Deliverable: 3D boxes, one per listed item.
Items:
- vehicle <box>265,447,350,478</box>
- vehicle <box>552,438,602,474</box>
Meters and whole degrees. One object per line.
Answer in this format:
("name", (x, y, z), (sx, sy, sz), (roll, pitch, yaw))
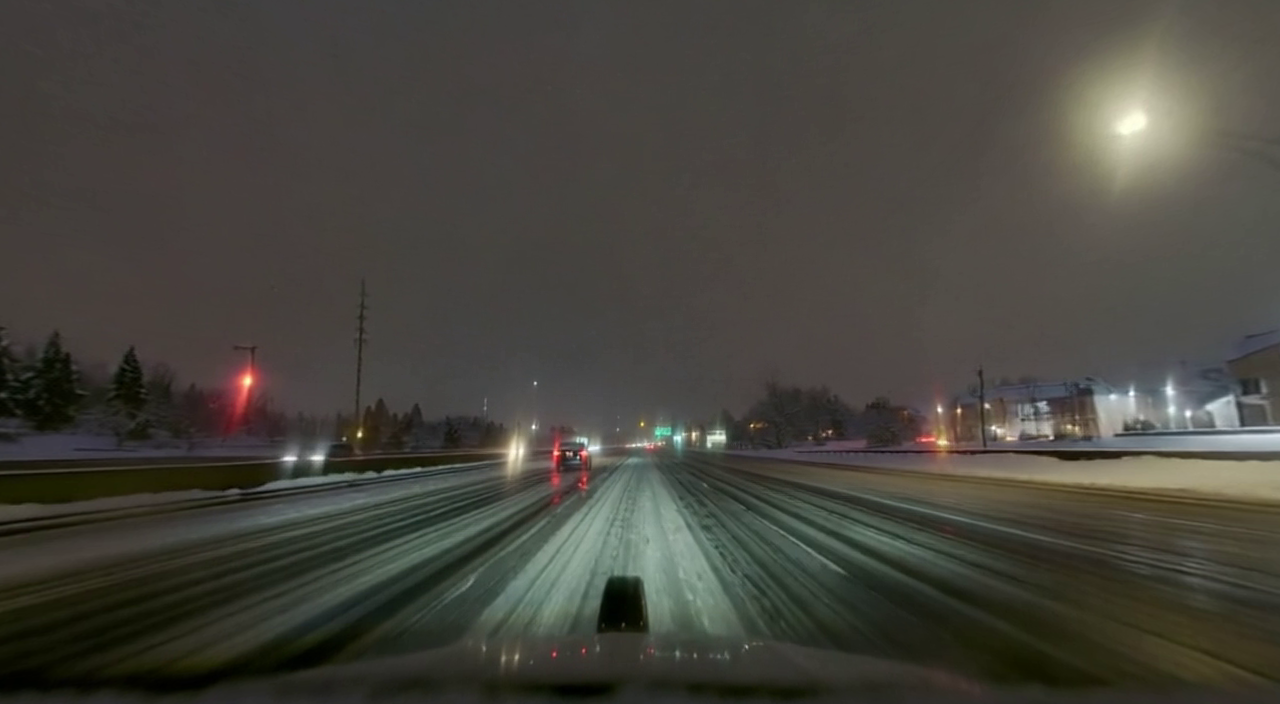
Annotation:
("vehicle", (-17.545, 5.830, 33.605), (1.834, 1.485, 4.868), (0, -8, 1))
("vehicle", (-3.239, 5.433, 33.183), (2.072, 1.706, 4.359), (0, -8, 2))
